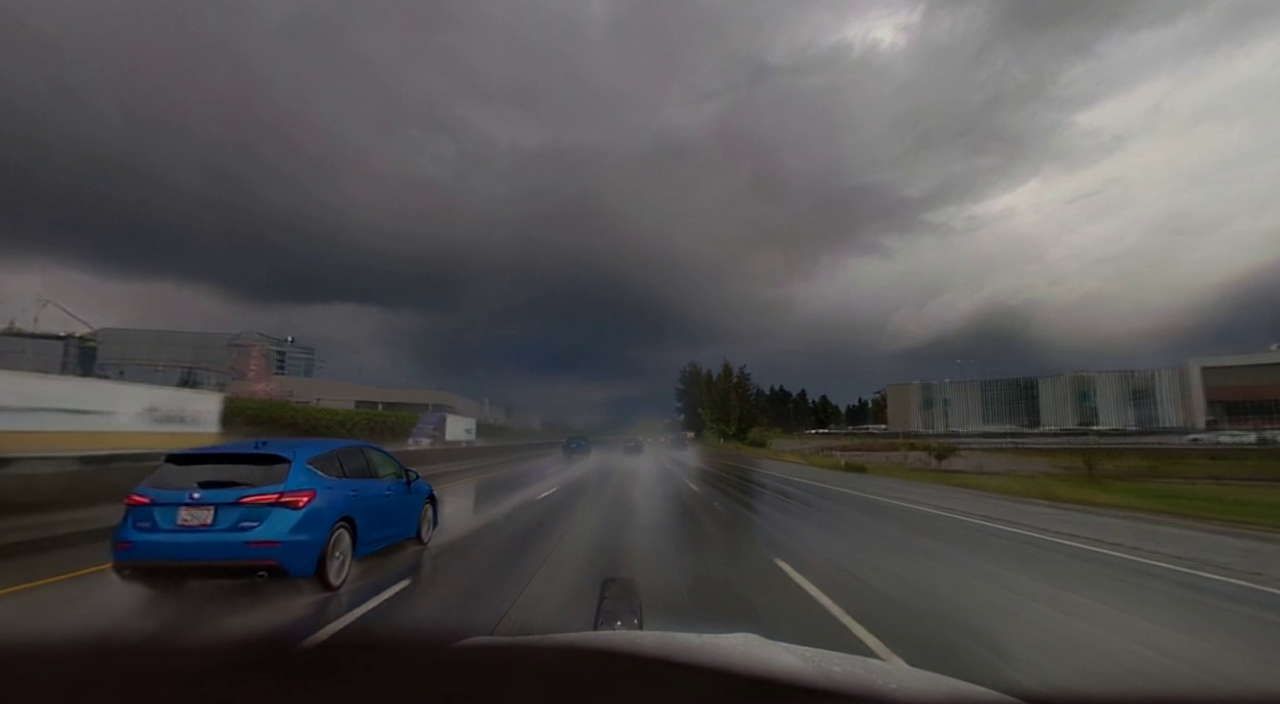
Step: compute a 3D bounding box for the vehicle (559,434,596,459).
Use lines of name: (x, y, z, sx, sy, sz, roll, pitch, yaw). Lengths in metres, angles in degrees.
vehicle: (-4.342, 6.663, 44.261, 2.271, 1.626, 4.463, 0, -8, -1)

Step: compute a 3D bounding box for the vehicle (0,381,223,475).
vehicle: (-21.055, 3.173, 25.771, 2.736, 3.286, 7.373, 0, -8, 0)
